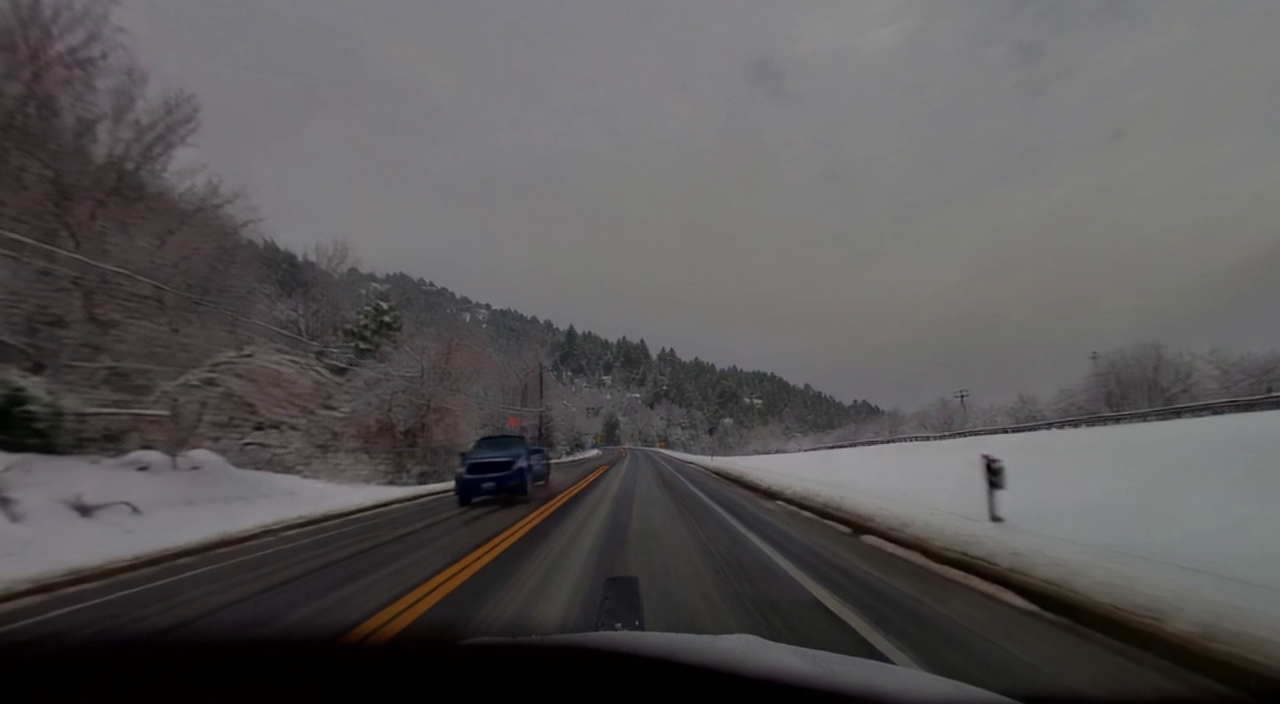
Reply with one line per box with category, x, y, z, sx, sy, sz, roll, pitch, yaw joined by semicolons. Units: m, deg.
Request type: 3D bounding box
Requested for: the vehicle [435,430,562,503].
vehicle;-3.795;3.191;18.082;2.415;1.750;4.927;-1;-8;1
